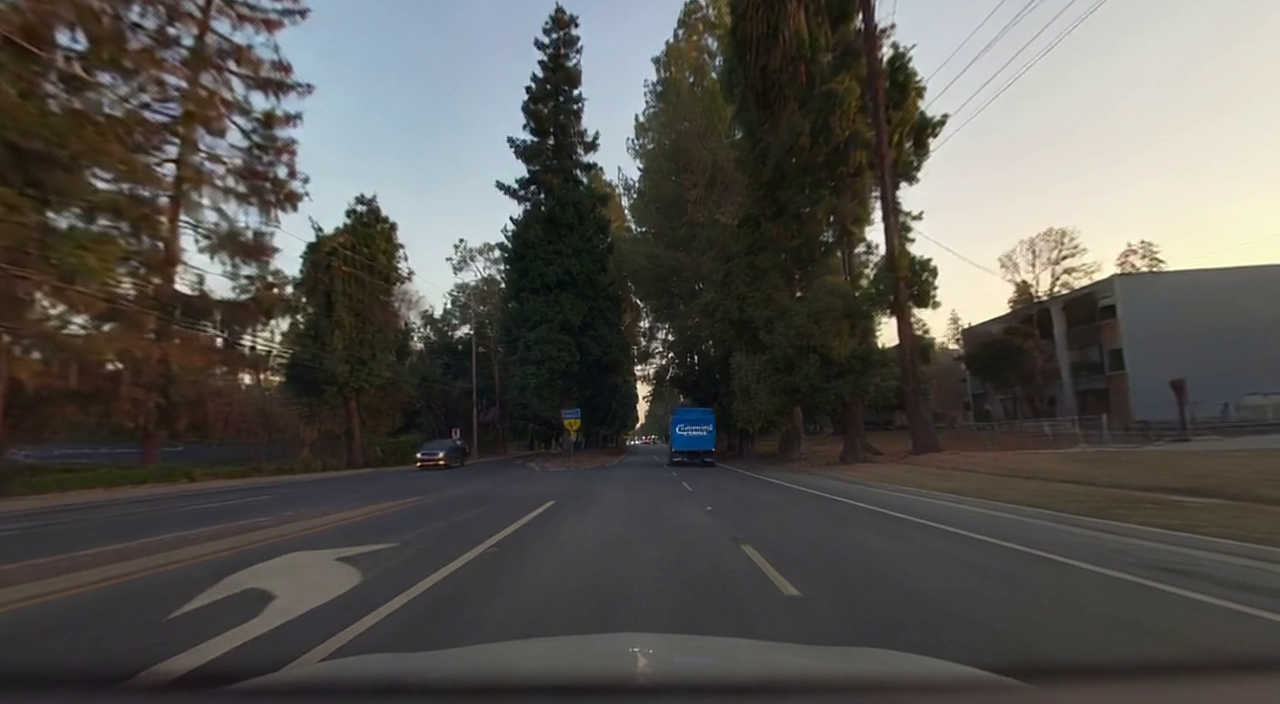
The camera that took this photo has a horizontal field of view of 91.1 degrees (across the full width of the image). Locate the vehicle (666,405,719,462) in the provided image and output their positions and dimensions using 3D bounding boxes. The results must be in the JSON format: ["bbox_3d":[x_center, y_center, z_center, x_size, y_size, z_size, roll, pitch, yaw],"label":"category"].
[{"bbox_3d":[3.740,6.176,47.147,2.973,3.848,9.336,0,-8,-2],"label":"vehicle"}]

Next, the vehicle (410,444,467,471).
[{"bbox_3d":[-12.108,6.349,38.028,1.947,1.528,4.461,0,-8,0],"label":"vehicle"}]
